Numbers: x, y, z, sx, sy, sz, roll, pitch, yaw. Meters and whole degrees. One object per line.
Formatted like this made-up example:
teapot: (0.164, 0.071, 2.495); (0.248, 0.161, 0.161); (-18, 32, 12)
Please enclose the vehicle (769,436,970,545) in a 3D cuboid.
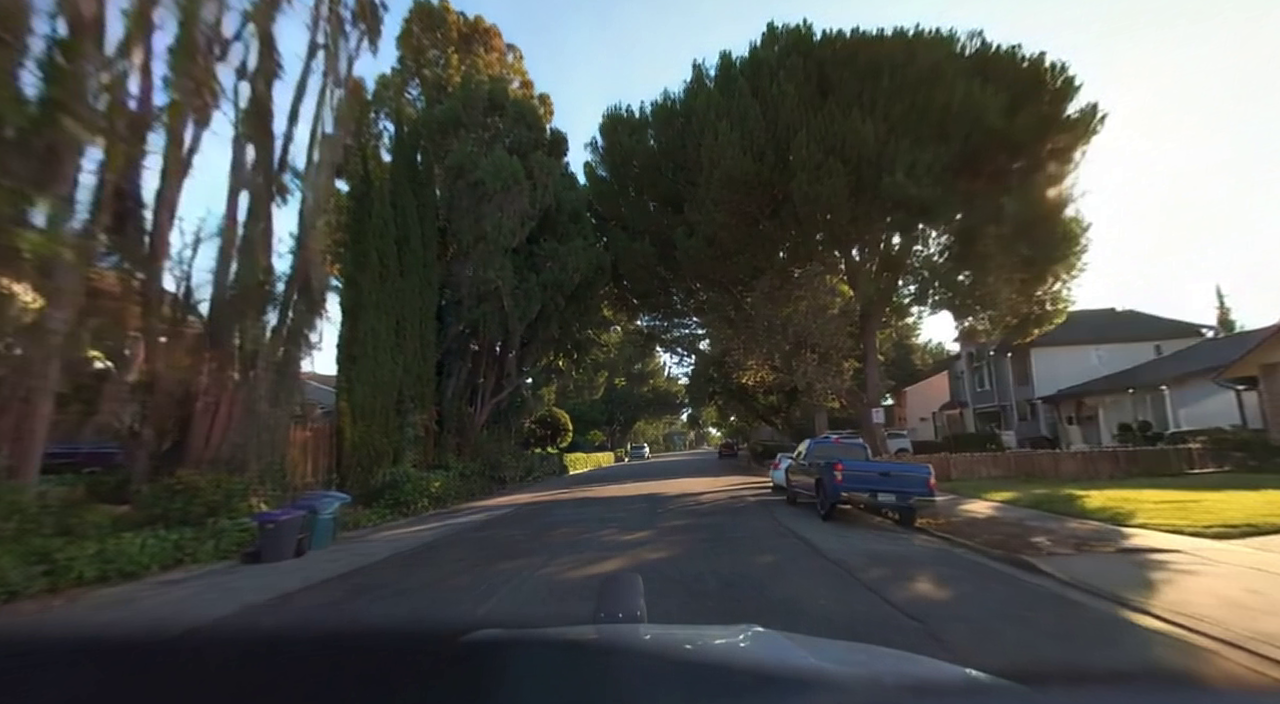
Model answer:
vehicle: (3.618, 2.237, 10.889); (2.006, 1.494, 4.211); (0, -9, 2)
